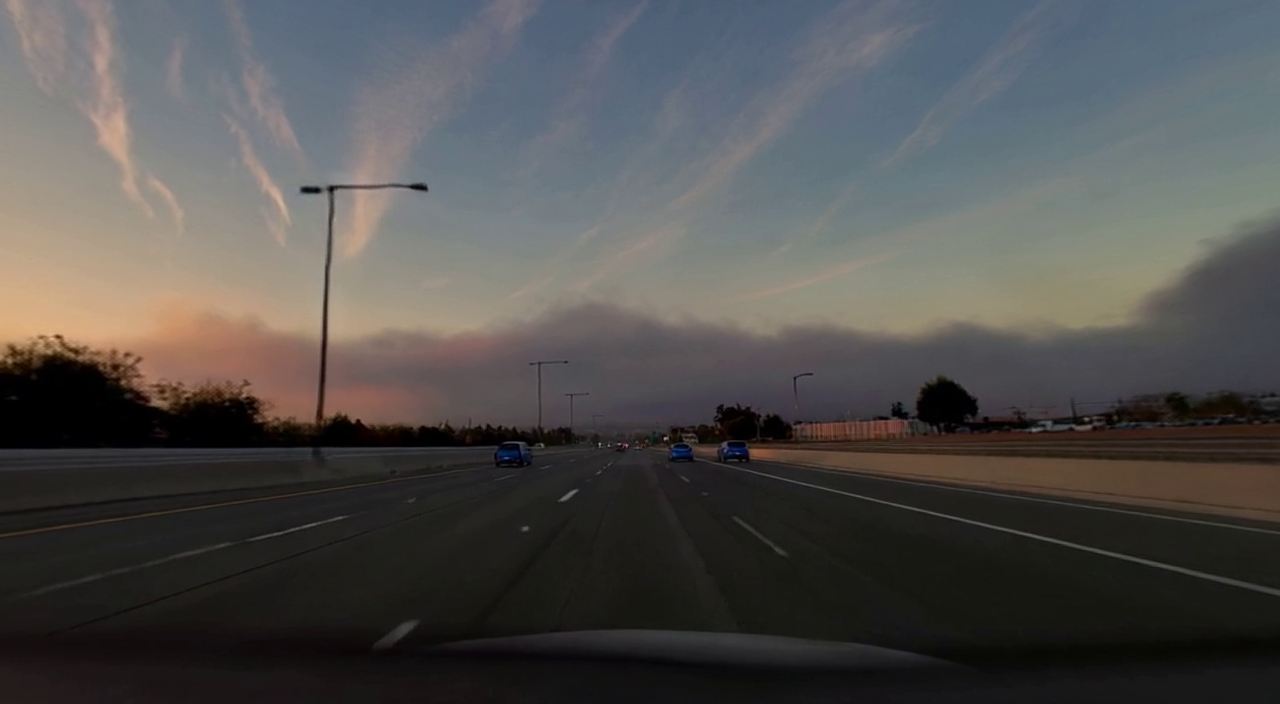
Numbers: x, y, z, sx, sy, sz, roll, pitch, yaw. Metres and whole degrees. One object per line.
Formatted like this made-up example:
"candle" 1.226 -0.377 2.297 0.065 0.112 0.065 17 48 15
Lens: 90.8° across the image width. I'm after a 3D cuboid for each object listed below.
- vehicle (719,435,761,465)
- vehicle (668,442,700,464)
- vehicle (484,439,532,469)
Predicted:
"vehicle" 6.863 6.802 43.943 2.065 1.953 4.605 0 -8 -1
"vehicle" 3.114 7.276 45.554 2.000 1.533 3.770 0 -8 -1
"vehicle" -8.218 6.372 39.910 2.083 1.696 5.464 1 -8 -2
